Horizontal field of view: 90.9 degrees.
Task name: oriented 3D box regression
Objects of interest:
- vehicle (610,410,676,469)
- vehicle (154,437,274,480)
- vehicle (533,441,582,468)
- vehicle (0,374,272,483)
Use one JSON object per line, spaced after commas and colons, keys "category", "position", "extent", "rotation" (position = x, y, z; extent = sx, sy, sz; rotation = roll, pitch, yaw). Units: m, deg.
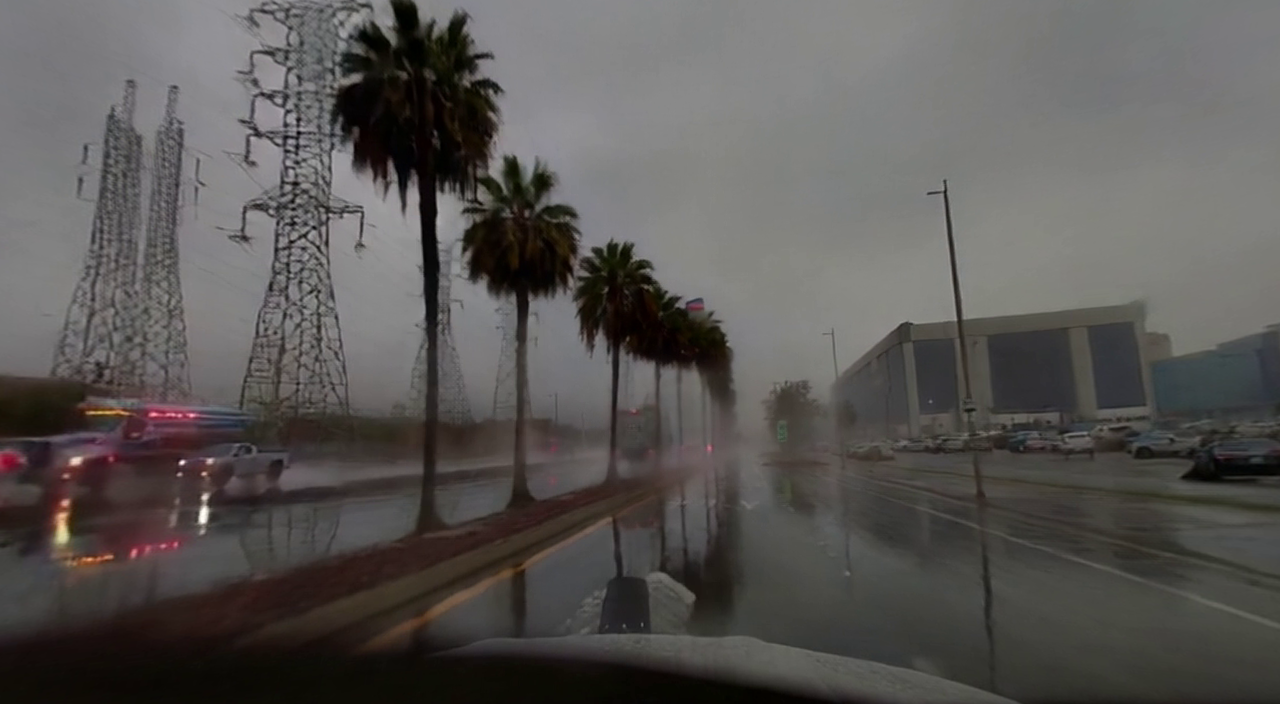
{"category": "vehicle", "position": [0.483, 6.808, 48.554], "extent": [2.903, 3.933, 11.567], "rotation": [-2, -9, 11]}
{"category": "vehicle", "position": [-18.280, 4.557, 27.363], "extent": [1.751, 1.639, 4.434], "rotation": [-3, -8, 7]}
{"category": "vehicle", "position": [-6.320, 7.909, 49.014], "extent": [2.266, 1.950, 5.866], "rotation": [-1, -9, 8]}
{"category": "vehicle", "position": [-21.731, 3.675, 28.134], "extent": [2.907, 3.760, 11.193], "rotation": [-4, -10, 6]}
